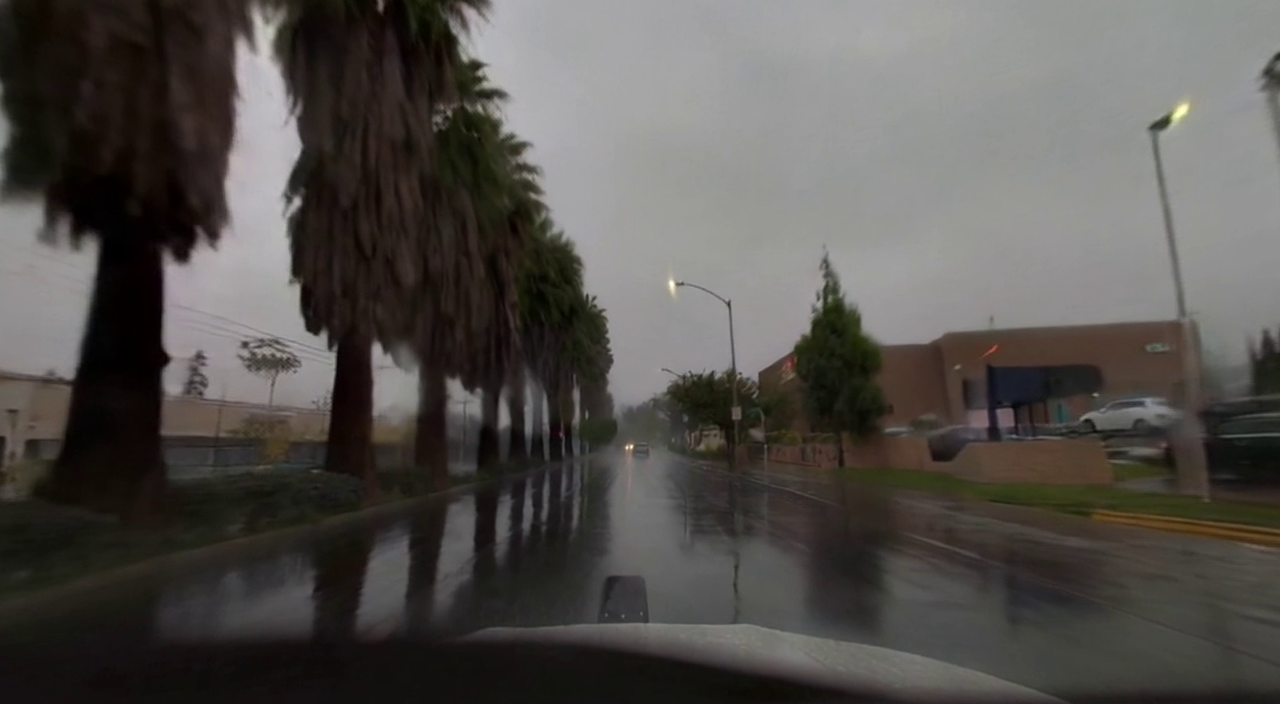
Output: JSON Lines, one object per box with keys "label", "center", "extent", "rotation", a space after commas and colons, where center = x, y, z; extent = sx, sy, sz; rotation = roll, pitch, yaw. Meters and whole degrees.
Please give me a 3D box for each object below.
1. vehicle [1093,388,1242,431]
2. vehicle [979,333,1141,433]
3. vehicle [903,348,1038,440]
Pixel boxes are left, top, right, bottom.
{"label": "vehicle", "center": [23.364, 2.605, 28.013], "extent": [4.630, 1.473, 1.702], "rotation": [-5, -13, 17]}
{"label": "vehicle", "center": [11.310, 1.008, 16.772], "extent": [5.186, 2.000, 2.226], "rotation": [10, -13, -41]}
{"label": "vehicle", "center": [10.517, 1.469, 19.863], "extent": [4.592, 2.160, 2.015], "rotation": [11, -20, -41]}
